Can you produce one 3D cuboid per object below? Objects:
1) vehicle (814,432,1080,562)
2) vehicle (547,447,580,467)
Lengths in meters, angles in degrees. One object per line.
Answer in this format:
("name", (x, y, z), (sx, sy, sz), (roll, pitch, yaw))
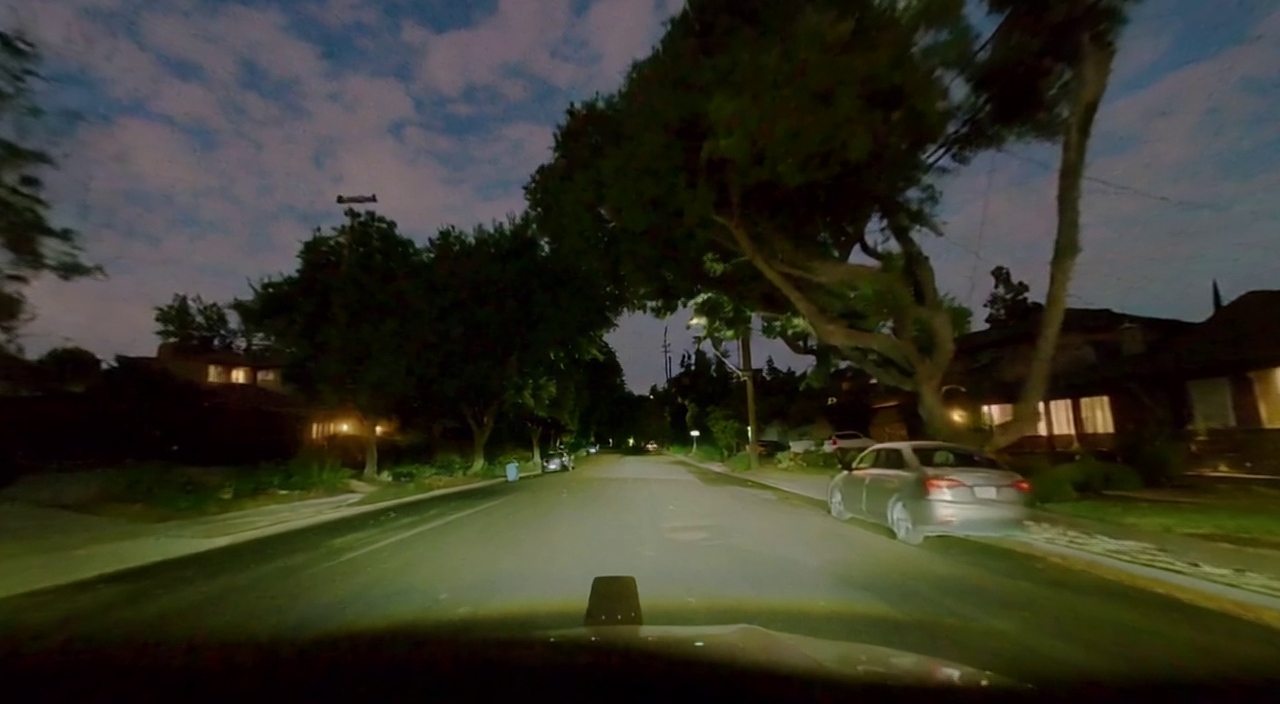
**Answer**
("vehicle", (4.260, 2.054, 9.708), (2.011, 1.521, 4.292), (0, -9, 1))
("vehicle", (-5.894, 8.144, 49.040), (1.904, 1.445, 4.282), (-1, -9, 3))
